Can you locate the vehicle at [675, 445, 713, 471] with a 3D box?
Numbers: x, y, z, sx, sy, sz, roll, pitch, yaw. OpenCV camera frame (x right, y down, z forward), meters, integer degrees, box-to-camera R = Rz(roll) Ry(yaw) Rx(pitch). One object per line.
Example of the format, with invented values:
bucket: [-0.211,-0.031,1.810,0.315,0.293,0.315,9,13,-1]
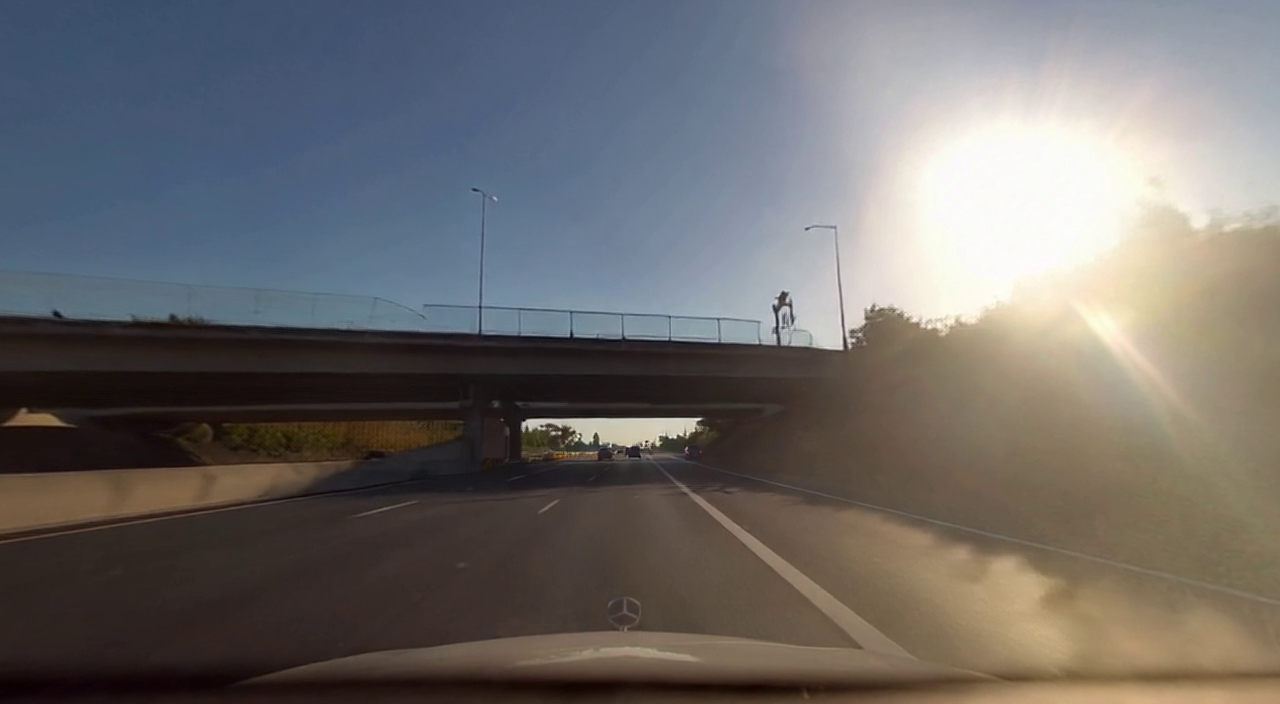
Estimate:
vehicle: [3.709,7.424,44.304,2.133,1.746,4.511,0,-9,-1]
